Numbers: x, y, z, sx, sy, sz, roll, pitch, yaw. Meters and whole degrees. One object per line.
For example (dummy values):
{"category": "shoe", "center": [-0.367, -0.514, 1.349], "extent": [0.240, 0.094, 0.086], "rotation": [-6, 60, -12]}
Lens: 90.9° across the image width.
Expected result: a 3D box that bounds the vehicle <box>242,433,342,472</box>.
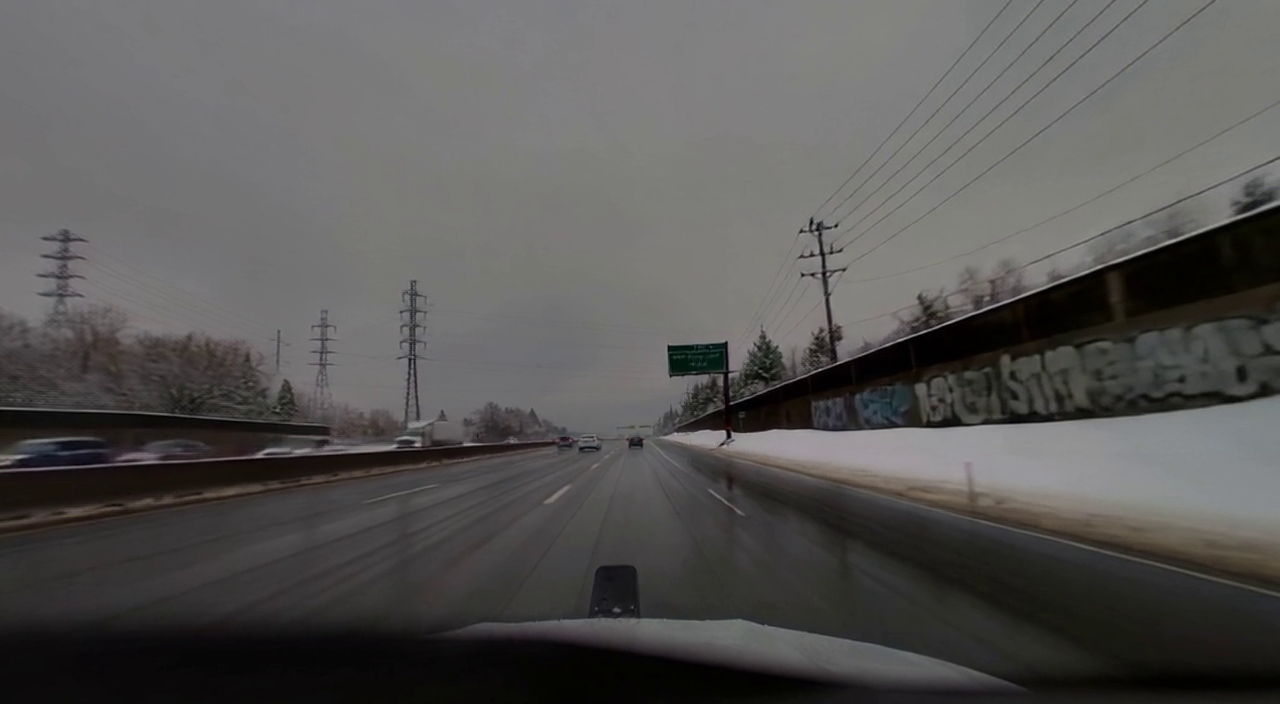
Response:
{"category": "vehicle", "center": [-15.479, 4.456, 28.345], "extent": [1.965, 1.598, 4.475], "rotation": [0, -8, 0]}
